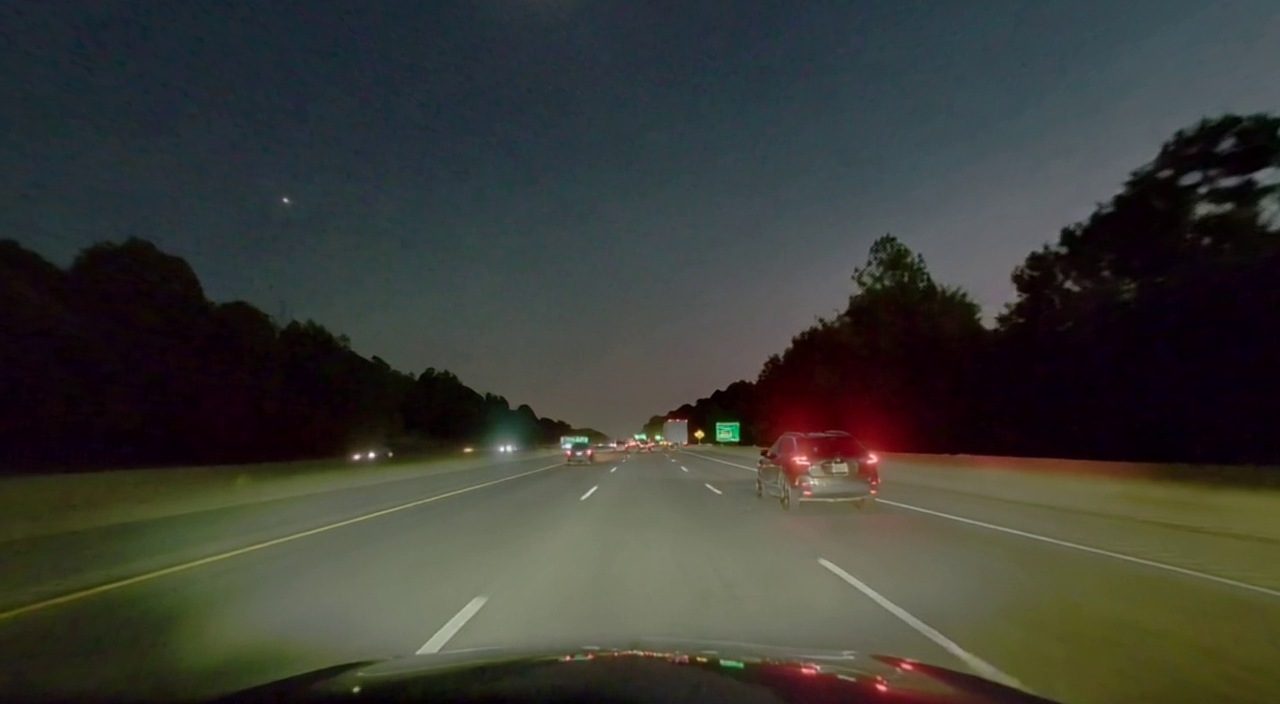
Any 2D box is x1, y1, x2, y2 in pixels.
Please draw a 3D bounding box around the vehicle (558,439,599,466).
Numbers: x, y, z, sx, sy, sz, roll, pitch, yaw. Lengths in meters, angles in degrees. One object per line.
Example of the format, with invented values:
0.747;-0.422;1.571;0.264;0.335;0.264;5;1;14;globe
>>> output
-3.646;6.062;38.116;2.025;1.571;3.662;-1;-9;1;vehicle
